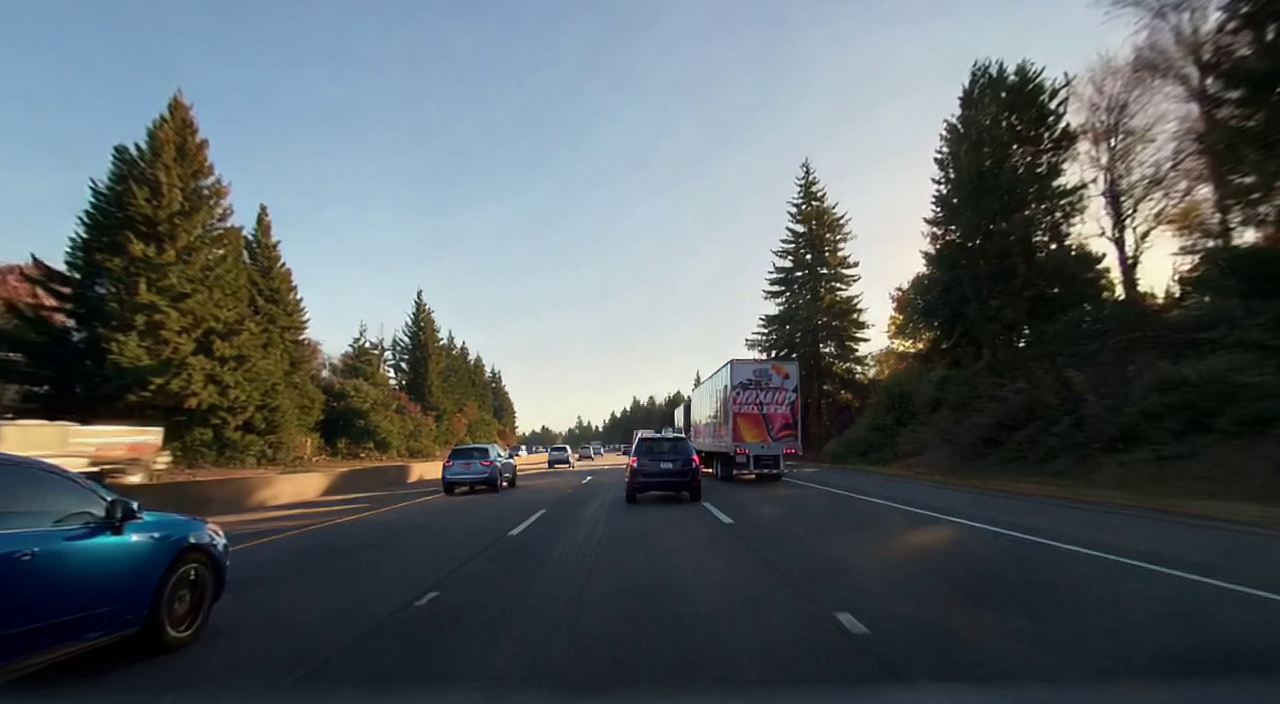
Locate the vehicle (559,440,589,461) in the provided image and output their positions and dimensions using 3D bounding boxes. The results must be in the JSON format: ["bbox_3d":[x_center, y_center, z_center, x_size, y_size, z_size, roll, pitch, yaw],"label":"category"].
[{"bbox_3d":[-5.103,7.660,48.979,1.950,1.535,4.237,0,-8,-1],"label":"vehicle"}]

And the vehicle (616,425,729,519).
[{"bbox_3d":[0.585,2.408,13.106,2.017,1.662,3.543,0,-8,0],"label":"vehicle"}]

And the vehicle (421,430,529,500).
[{"bbox_3d":[-4.296,2.987,17.037,1.905,1.642,3.803,0,-8,0],"label":"vehicle"}]

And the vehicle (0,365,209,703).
[{"bbox_3d":[-4.048,0.781,2.156,1.983,1.666,4.452,0,-8,0],"label":"vehicle"}]

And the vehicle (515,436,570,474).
[{"bbox_3d":[-4.694,5.013,30.896,2.014,1.683,4.275,0,-8,-1],"label":"vehicle"}]

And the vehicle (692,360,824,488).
[{"bbox_3d":[4.339,3.294,27.271,2.828,4.081,14.220,0,-8,-1],"label":"vehicle"}]
